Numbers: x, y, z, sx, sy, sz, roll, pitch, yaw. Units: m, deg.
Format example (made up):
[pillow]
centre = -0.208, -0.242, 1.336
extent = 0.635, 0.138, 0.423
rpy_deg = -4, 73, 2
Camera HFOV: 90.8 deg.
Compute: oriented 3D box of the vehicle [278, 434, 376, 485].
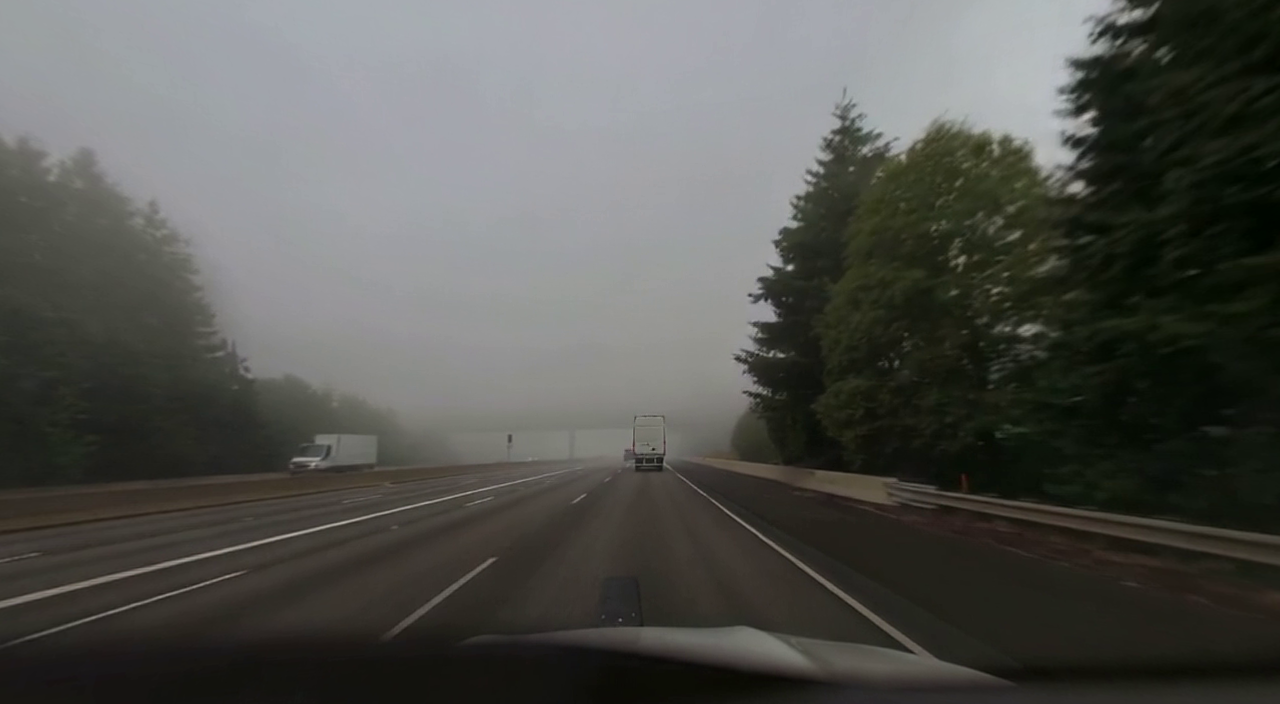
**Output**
[vehicle]
centre = -24.296, 8.407, 49.636
extent = 2.844, 3.634, 9.043
rpy_deg = 0, -9, 1
